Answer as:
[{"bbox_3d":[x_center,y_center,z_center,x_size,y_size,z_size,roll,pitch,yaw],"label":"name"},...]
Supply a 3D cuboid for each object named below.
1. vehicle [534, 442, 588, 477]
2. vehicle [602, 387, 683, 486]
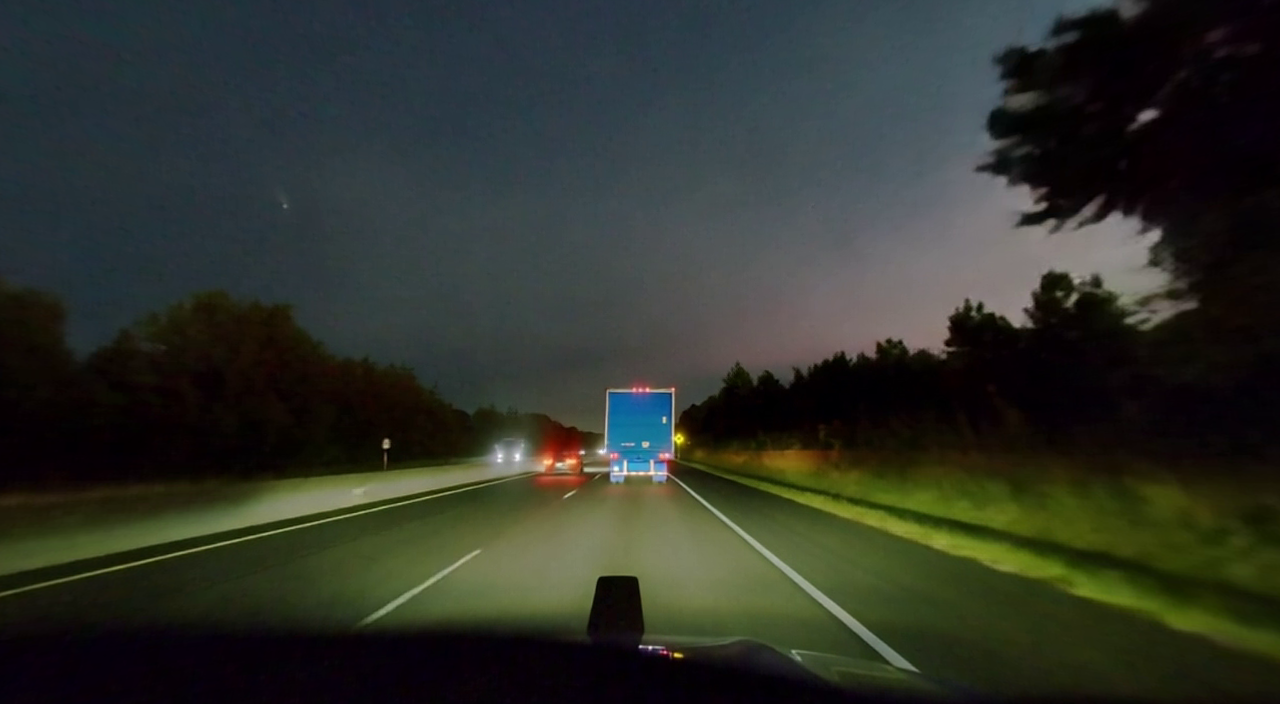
[{"bbox_3d":[-3.904,5.418,31.963,2.160,1.661,4.388,0,-9,1],"label":"vehicle"},{"bbox_3d":[-0.003,3.718,27.141,2.913,3.530,8.648,0,-9,-1],"label":"vehicle"}]
